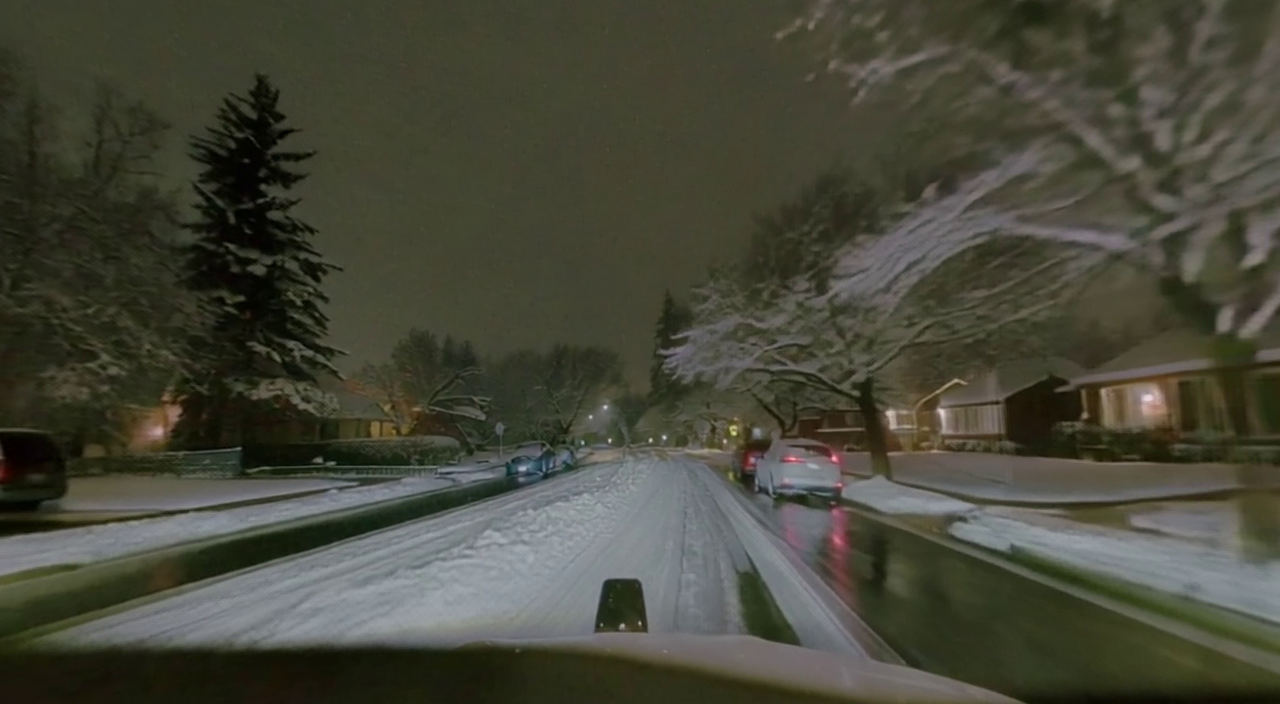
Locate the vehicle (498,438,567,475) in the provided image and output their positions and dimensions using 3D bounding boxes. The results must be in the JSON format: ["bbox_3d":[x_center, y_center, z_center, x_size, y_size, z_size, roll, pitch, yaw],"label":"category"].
[{"bbox_3d":[-5.021,5.039,29.921,1.943,1.433,4.717,-6,-11,5],"label":"vehicle"}]

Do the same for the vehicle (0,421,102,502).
[{"bbox_3d":[-15.016,2.421,14.100,4.582,1.616,1.869,-2,-8,11],"label":"vehicle"}]

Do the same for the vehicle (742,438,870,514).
[{"bbox_3d":[3.617,2.751,14.647,2.088,1.429,4.796,-1,-8,6],"label":"vehicle"}]
